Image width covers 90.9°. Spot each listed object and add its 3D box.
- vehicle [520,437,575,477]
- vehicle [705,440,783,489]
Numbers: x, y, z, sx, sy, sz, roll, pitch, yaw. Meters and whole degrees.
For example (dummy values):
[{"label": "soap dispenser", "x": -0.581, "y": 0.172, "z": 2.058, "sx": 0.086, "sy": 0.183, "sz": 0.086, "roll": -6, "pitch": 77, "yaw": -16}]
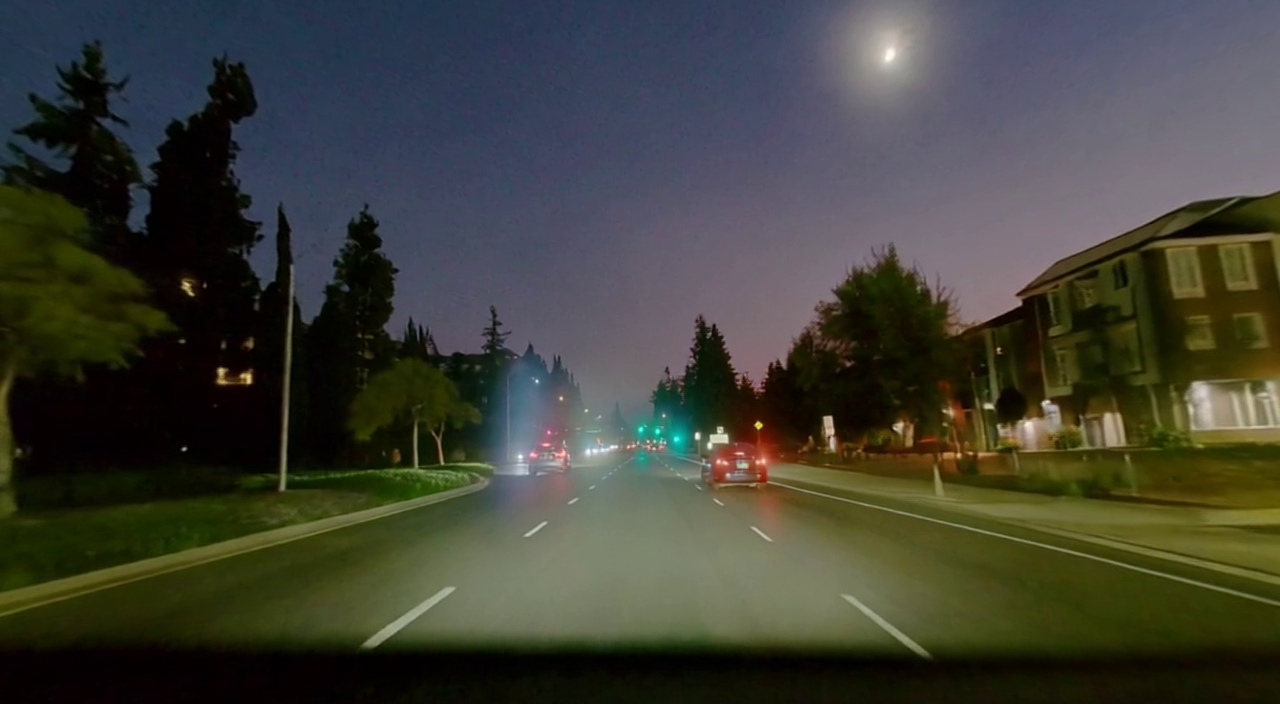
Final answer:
[{"label": "vehicle", "x": -4.578, "y": 5.282, "z": 32.008, "sx": 2.216, "sy": 1.828, "sz": 4.886, "roll": 0, "pitch": -9, "yaw": -2}, {"label": "vehicle", "x": 3.476, "y": 3.837, "z": 21.881, "sx": 1.945, "sy": 1.530, "sz": 4.320, "roll": 0, "pitch": -8, "yaw": 0}]
